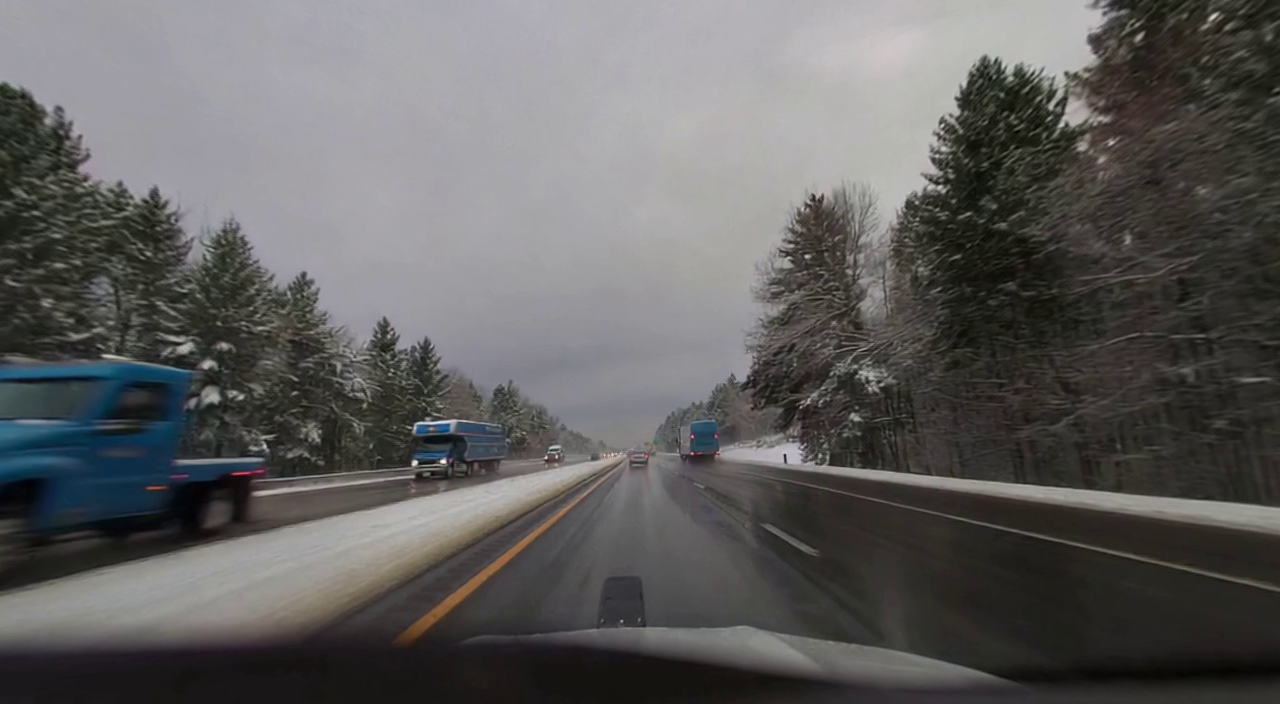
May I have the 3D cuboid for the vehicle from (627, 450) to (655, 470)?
[{"bbox_3d":[0.067,7.722,45.200,1.926,1.386,3.615,0,-9,0],"label":"vehicle"}]

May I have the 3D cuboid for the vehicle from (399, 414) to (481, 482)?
[{"bbox_3d":[-12.464,6.064,39.925,3.069,3.904,6.259,0,-9,0],"label":"vehicle"}]

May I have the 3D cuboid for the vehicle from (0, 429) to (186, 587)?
[{"bbox_3d":[-8.104,1.830,7.608,2.005,1.730,4.270,0,-9,0],"label":"vehicle"}]
